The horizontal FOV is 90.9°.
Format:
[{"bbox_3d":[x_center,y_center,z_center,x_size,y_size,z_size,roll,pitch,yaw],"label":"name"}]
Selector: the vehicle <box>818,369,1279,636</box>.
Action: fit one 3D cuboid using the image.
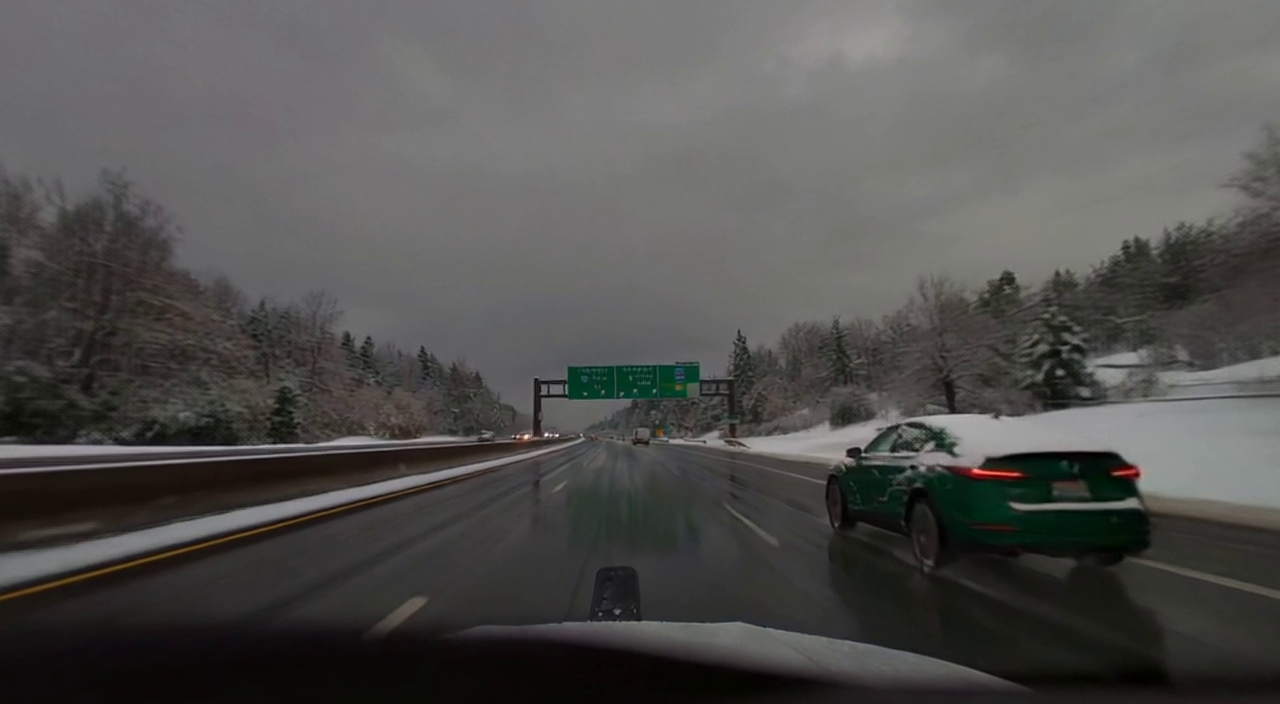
[{"bbox_3d":[3.459,1.229,6.133,2.107,1.642,4.331,0,-8,-1],"label":"vehicle"}]
